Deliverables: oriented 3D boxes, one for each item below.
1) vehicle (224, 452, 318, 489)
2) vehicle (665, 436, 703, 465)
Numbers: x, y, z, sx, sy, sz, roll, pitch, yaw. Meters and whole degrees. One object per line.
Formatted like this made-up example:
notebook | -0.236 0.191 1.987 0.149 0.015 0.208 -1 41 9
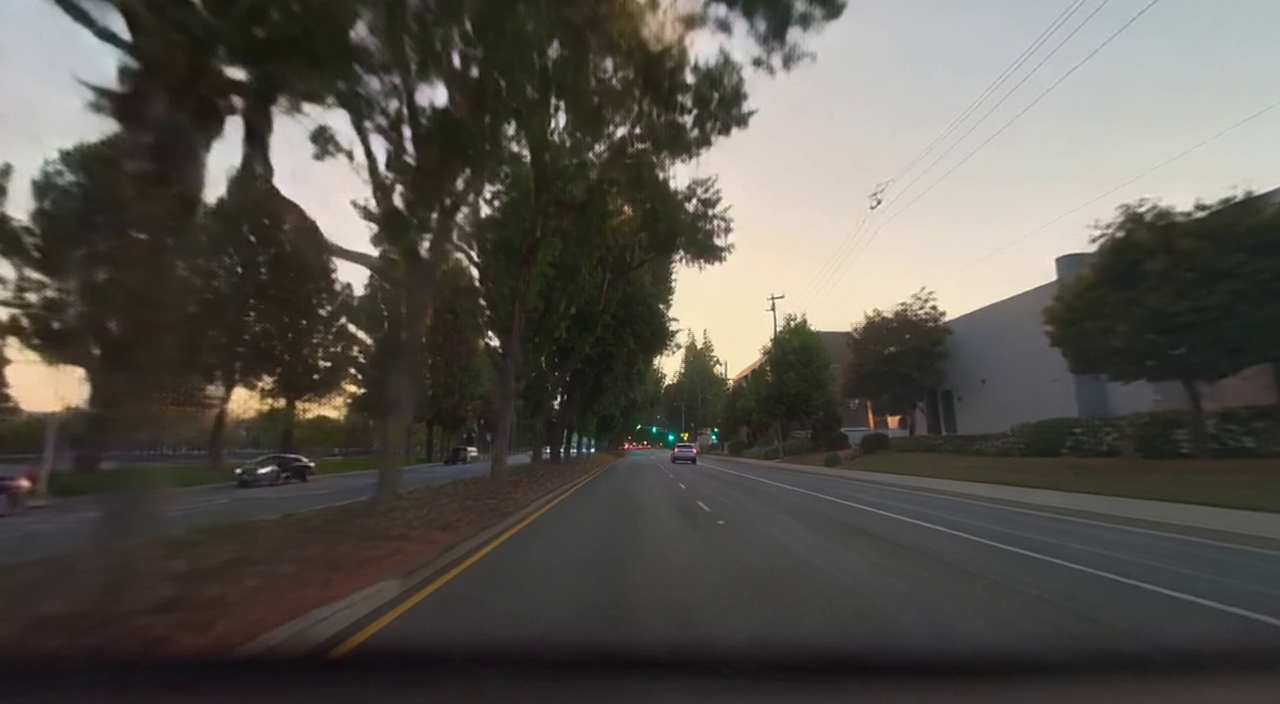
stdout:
vehicle | -16.781 5.382 28.966 1.857 1.519 3.969 0 -8 1
vehicle | 2.933 6.713 43.210 2.085 1.828 5.383 0 -8 -1
